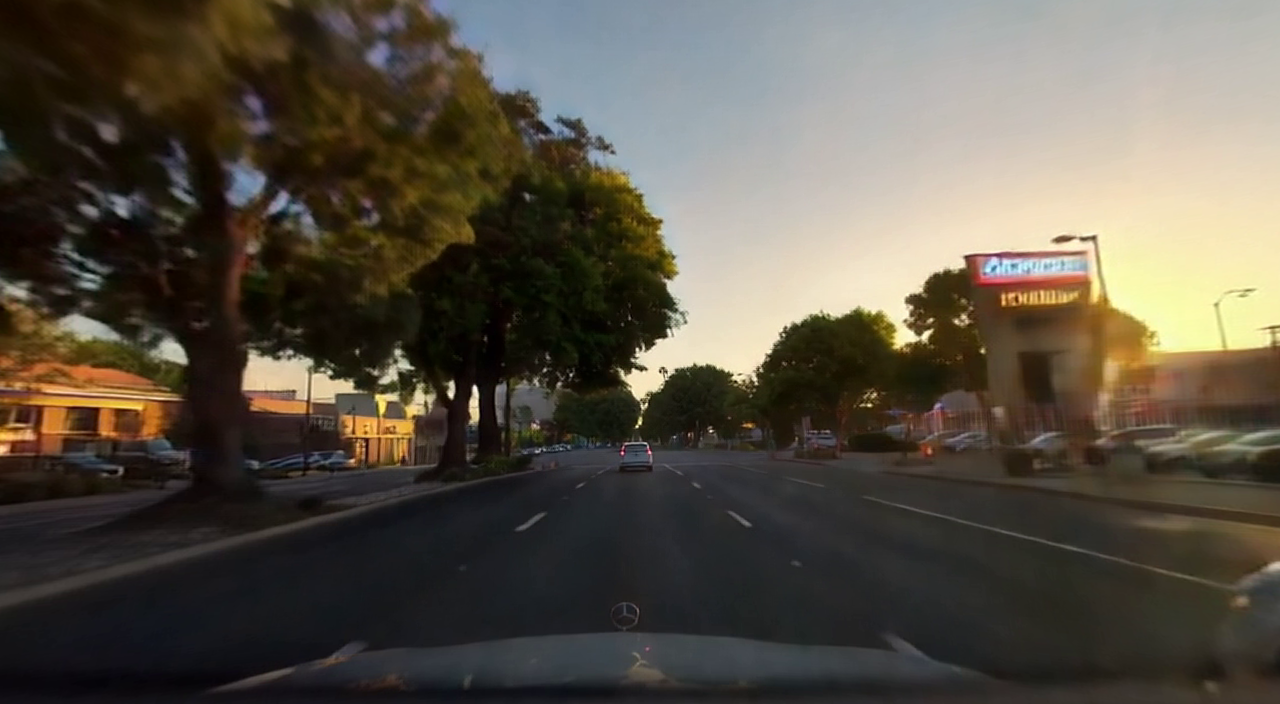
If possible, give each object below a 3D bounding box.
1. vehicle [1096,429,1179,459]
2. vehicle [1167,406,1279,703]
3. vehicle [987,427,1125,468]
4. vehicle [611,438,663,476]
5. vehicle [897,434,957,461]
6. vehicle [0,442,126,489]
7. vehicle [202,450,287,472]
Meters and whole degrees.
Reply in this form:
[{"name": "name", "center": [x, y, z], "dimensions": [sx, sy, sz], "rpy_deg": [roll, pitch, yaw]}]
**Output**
[{"name": "vehicle", "center": [32.523, 6.041, 41.336], "dimensions": [1.933, 1.830, 4.282], "rpy_deg": [0, -8, 1]}, {"name": "vehicle", "center": [3.753, 0.680, 0.750], "dimensions": [2.153, 1.456, 4.705], "rpy_deg": [0, -8, 0]}, {"name": "vehicle", "center": [17.095, 3.939, 26.014], "dimensions": [4.224, 1.614, 2.028], "rpy_deg": [0, -8, -1]}, {"name": "vehicle", "center": [-0.147, 4.378, 26.411], "dimensions": [1.998, 1.452, 3.773], "rpy_deg": [0, -8, -1]}, {"name": "vehicle", "center": [19.034, 6.341, 41.953], "dimensions": [1.894, 1.706, 4.583], "rpy_deg": [0, -8, 1]}, {"name": "vehicle", "center": [-26.918, 5.254, 29.275], "dimensions": [4.087, 1.755, 2.304], "rpy_deg": [-5, -9, 1]}, {"name": "vehicle", "center": [-27.605, 7.588, 44.024], "dimensions": [4.644, 1.437, 1.827], "rpy_deg": [0, -8, -2]}]
